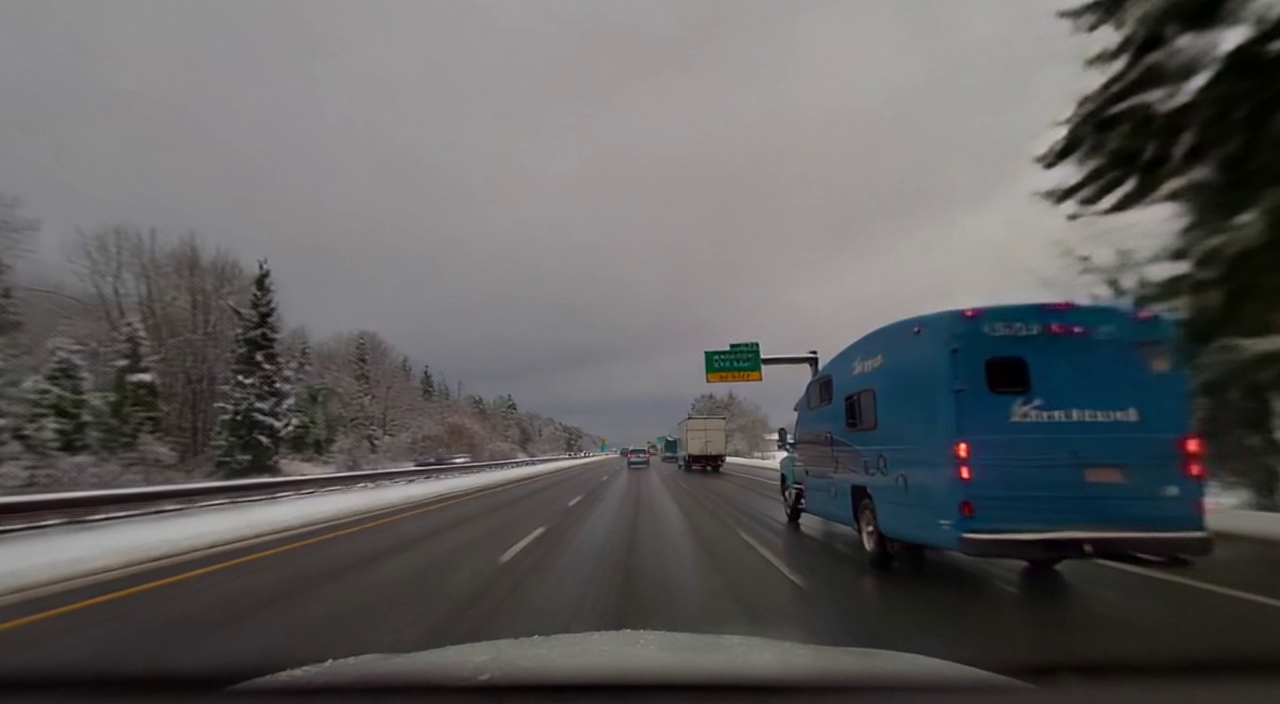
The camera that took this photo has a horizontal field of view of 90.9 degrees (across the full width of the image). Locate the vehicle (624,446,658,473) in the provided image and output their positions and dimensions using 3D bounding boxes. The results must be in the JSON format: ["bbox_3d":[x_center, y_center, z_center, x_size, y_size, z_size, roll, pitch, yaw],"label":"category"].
[{"bbox_3d":[0.060,7.039,41.482,2.151,1.678,3.923,0,-9,0],"label":"vehicle"}]

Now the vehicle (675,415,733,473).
[{"bbox_3d":[4.184,6.313,43.121,2.931,3.530,8.760,0,-9,-1],"label":"vehicle"}]

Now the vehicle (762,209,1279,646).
[{"bbox_3d":[3.732,1.020,8.003,2.698,3.001,7.323,0,-9,-1],"label":"vehicle"}]
